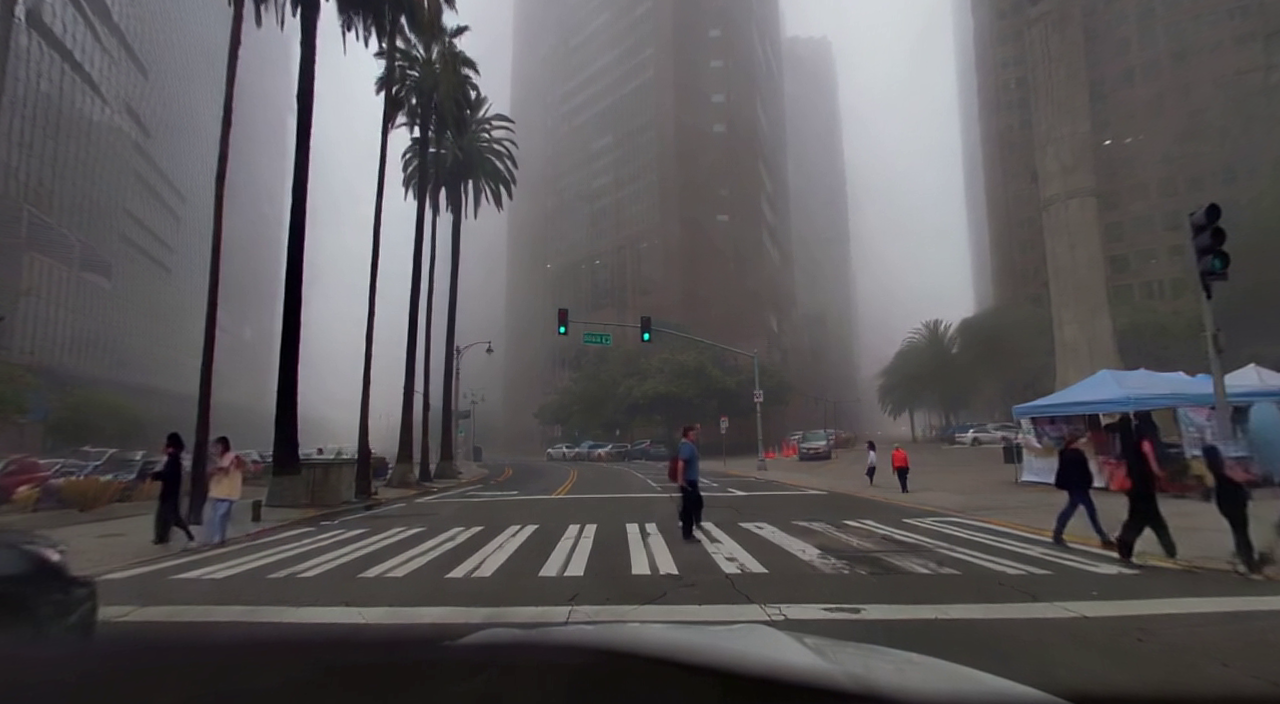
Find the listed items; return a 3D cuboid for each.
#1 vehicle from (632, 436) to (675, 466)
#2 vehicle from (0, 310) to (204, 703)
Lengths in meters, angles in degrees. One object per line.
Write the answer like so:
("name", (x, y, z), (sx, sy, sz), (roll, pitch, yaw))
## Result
("vehicle", (0.914, 7.288, 46.648), (2.322, 2.071, 5.366), (1, -9, -9))
("vehicle", (-3.225, 0.495, 0.813), (1.948, 1.674, 4.668), (0, -8, 0))
